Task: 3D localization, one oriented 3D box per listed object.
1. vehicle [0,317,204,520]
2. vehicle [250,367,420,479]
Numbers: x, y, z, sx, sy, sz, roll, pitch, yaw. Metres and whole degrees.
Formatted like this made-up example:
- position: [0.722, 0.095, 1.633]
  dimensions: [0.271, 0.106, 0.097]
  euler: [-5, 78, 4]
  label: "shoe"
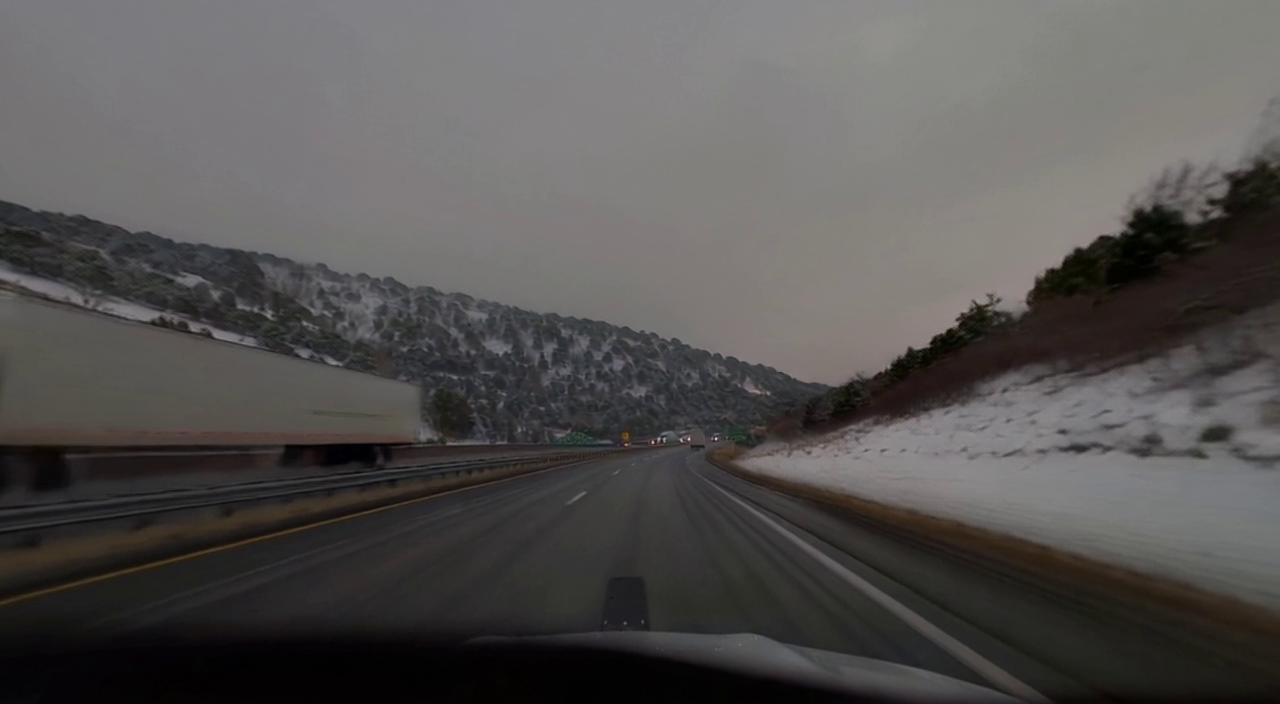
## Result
- position: [-12.932, 1.258, 11.724]
  dimensions: [3.043, 3.571, 8.922]
  euler: [0, -9, 1]
  label: "vehicle"
- position: [-12.806, 3.292, 27.812]
  dimensions: [2.788, 4.109, 9.073]
  euler: [0, -9, 1]
  label: "vehicle"
